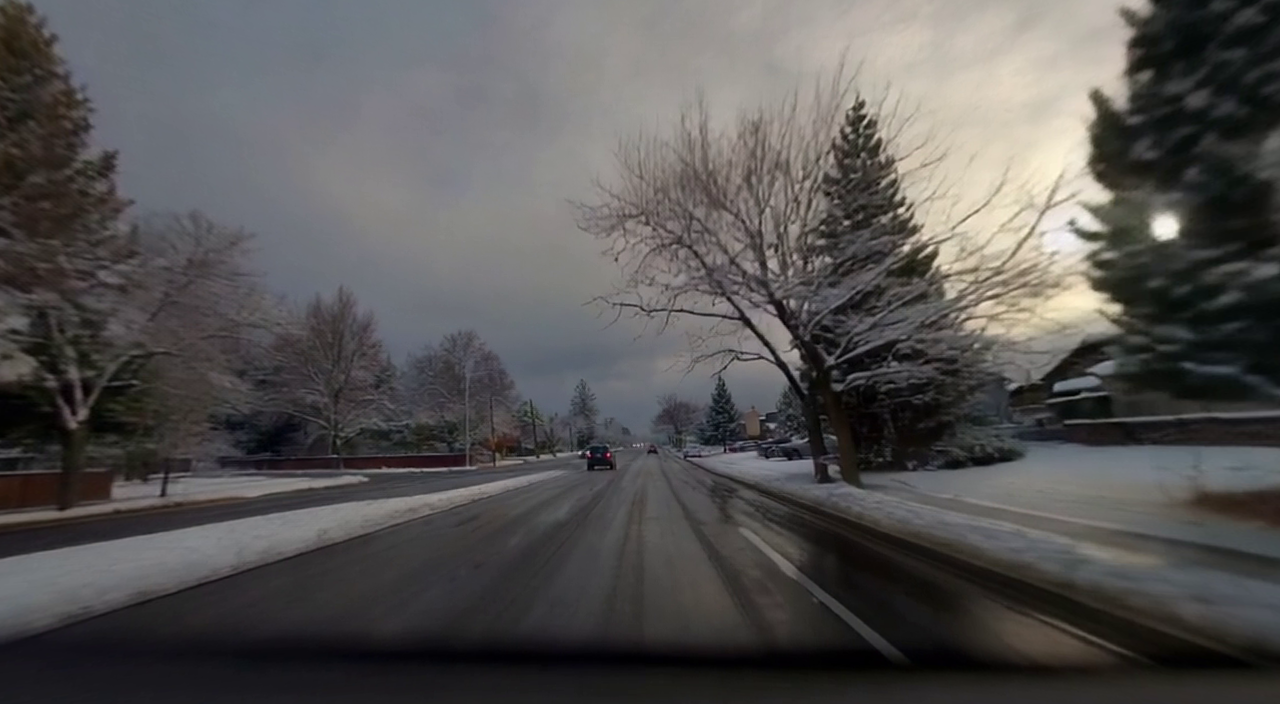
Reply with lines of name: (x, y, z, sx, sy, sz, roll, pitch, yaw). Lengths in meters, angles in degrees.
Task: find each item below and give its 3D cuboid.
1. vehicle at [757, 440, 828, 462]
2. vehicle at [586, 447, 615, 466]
vehicle: (10.856, 7.052, 45.088, 4.606, 1.525, 1.932, 0, -8, 0)
vehicle: (-3.009, 8.123, 49.191, 1.973, 1.400, 3.915, 0, -8, 1)
